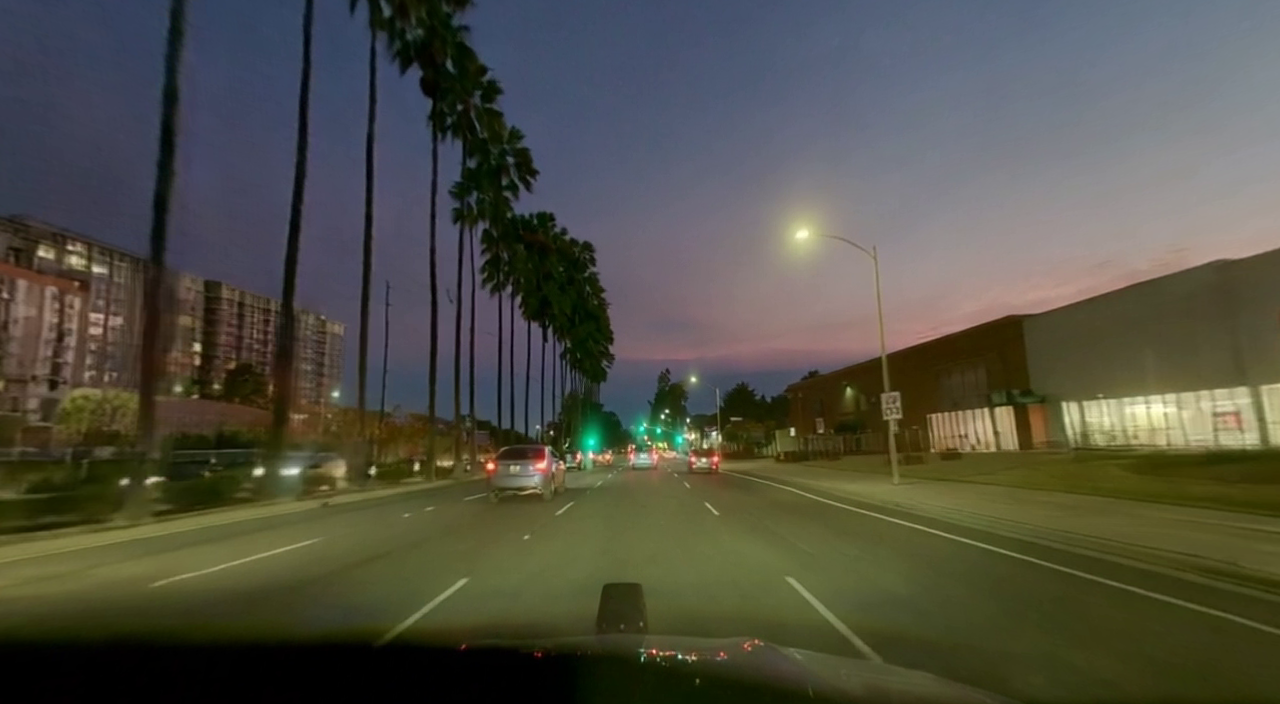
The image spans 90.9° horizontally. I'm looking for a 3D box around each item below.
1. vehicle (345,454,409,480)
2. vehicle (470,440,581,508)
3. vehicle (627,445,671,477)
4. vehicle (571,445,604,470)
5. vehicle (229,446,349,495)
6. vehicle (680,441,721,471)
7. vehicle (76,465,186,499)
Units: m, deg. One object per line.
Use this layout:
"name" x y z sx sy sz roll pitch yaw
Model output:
"vehicle" -16.830 7.390 40.608 1.937 1.480 4.889 0 -8 1
"vehicle" -2.771 3.058 16.319 1.908 1.505 4.369 0 -8 2
"vehicle" 0.437 5.560 32.375 2.147 1.507 3.953 0 -8 0
"vehicle" -3.748 7.607 45.812 2.168 1.719 4.283 0 -8 -2
"vehicle" -13.647 4.593 24.925 2.096 1.721 4.628 0 -8 -1
"vehicle" 3.758 6.546 39.805 2.108 1.785 4.334 0 -8 -1
"vehicle" -26.308 6.732 32.831 1.872 1.472 4.513 0 -8 1
